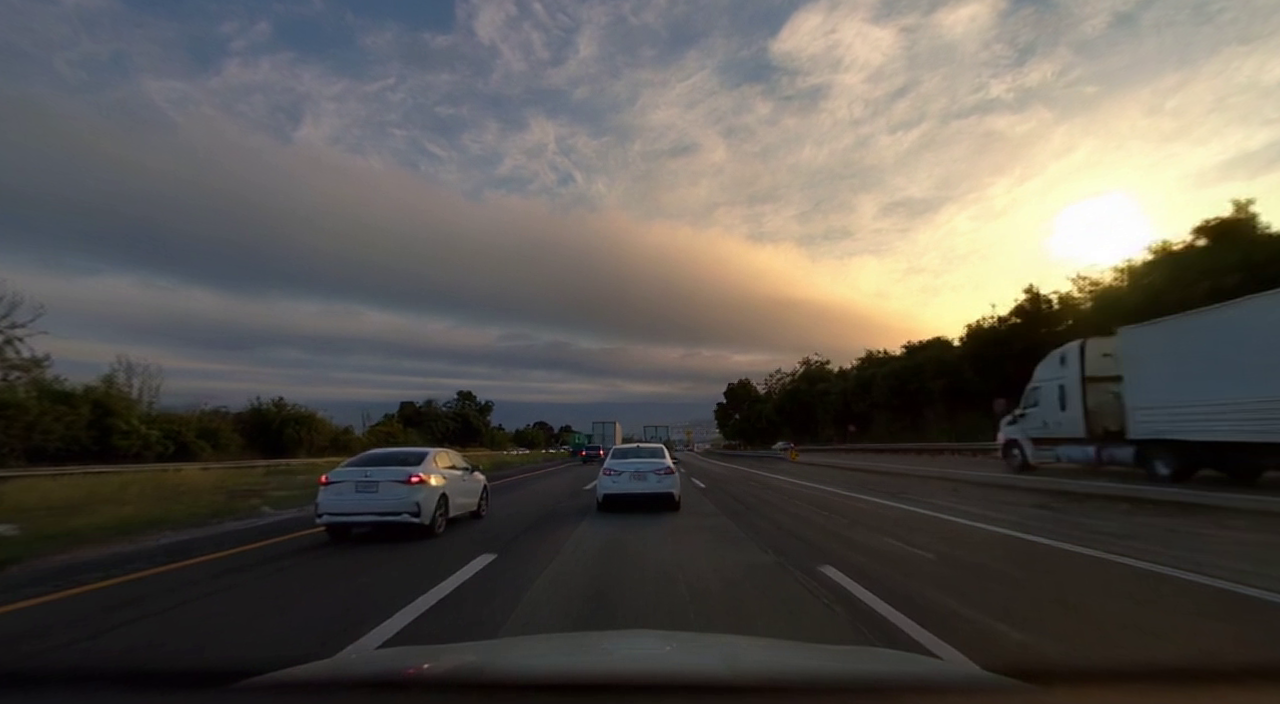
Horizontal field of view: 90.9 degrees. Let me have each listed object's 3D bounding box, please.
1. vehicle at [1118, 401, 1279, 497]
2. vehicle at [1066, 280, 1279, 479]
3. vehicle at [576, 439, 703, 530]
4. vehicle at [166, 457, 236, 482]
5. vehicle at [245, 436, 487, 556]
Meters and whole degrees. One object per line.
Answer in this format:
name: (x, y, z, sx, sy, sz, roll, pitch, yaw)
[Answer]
vehicle: (11.089, 1.736, 11.259, 1.892, 1.504, 4.000, 0, -9, 0)
vehicle: (14.734, 0.581, 13.157, 2.825, 4.085, 12.815, 0, -9, 1)
vehicle: (-0.013, 2.460, 12.249, 2.057, 1.449, 3.931, 0, -9, 0)
vehicle: (-27.045, 7.233, 38.910, 1.691, 1.381, 3.503, 0, -9, 2)
vehicle: (-4.026, 2.178, 10.249, 1.929, 1.509, 4.331, 0, -9, 1)
